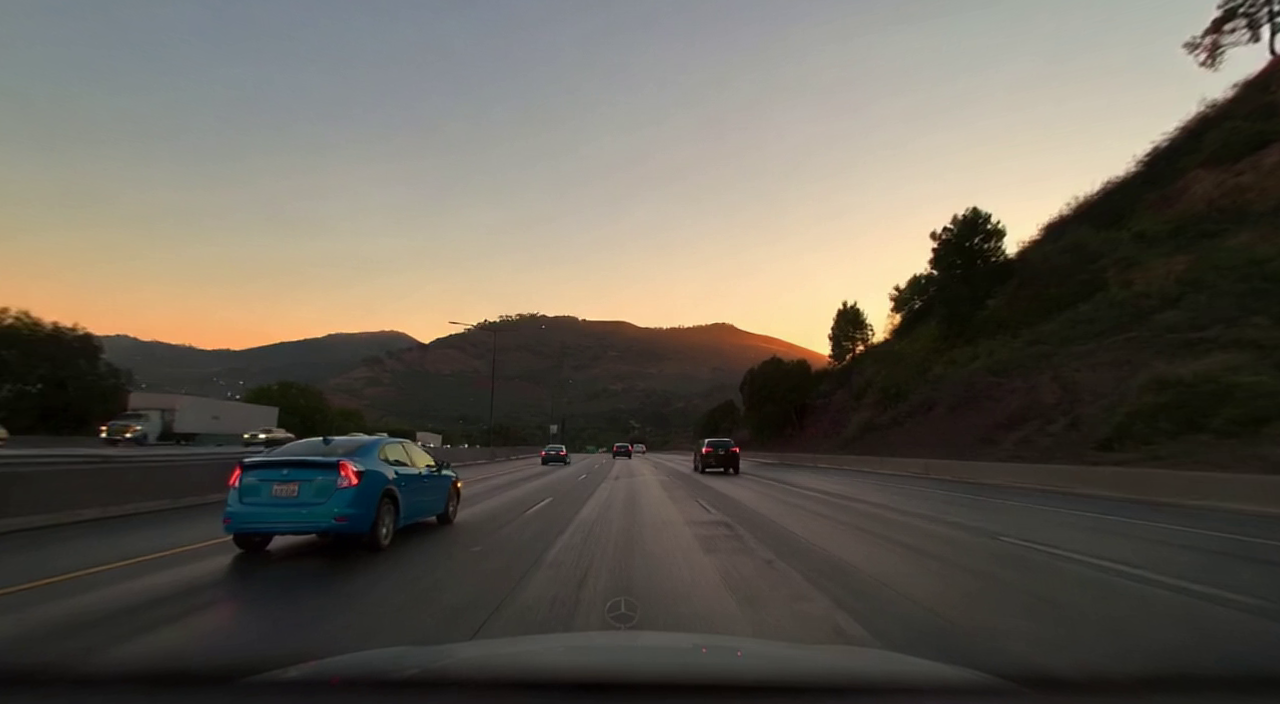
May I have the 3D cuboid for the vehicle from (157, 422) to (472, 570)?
[{"bbox_3d":[-3.949,1.815,8.699,1.993,1.500,4.248,0,-9,1],"label":"vehicle"}]

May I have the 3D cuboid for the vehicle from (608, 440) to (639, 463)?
[{"bbox_3d":[-1.177,7.248,45.899,2.147,1.572,4.094,0,-9,0],"label":"vehicle"}]

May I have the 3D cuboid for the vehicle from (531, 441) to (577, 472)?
[{"bbox_3d":[-4.325,5.356,32.358,1.796,1.464,3.839,0,-9,0],"label":"vehicle"}]

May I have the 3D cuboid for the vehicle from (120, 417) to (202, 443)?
[{"bbox_3d":[-31.587,5.203,41.711,1.787,1.529,4.656,1,-9,0],"label":"vehicle"}]

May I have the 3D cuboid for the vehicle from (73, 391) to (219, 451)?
[{"bbox_3d":[-36.256,5.282,46.947,3.054,3.912,9.656,1,-8,-1],"label":"vehicle"}]

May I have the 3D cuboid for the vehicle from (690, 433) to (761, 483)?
[{"bbox_3d":[3.344,4.282,25.627,2.222,1.820,4.733,0,-9,0],"label":"vehicle"}]
